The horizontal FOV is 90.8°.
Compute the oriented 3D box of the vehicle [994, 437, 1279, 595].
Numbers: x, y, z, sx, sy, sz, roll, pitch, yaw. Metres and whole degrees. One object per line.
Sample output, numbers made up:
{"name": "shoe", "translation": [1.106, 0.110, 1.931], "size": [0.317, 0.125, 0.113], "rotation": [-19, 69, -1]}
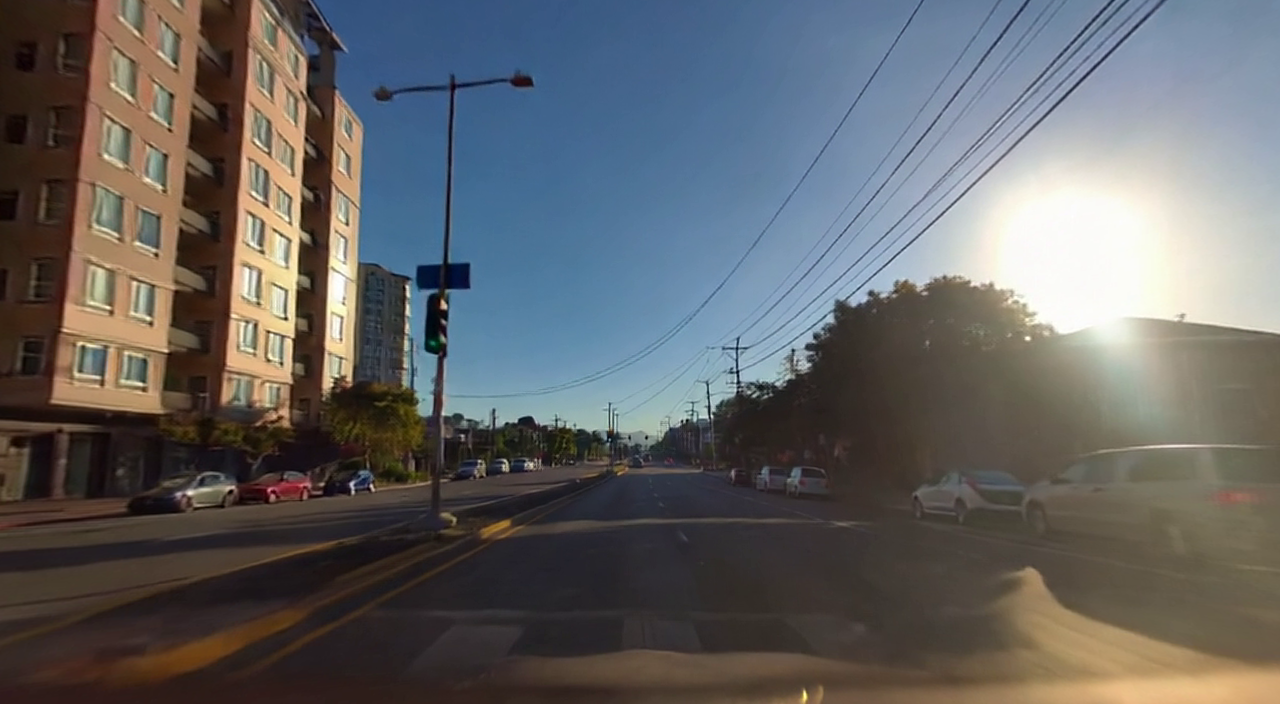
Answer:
{"name": "vehicle", "translation": [7.531, 2.147, 9.259], "size": [1.996, 1.704, 4.490], "rotation": [0, -9, -1]}

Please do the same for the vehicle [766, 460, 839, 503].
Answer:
{"name": "vehicle", "translation": [7.482, 6.017, 29.660], "size": [2.143, 1.731, 4.781], "rotation": [0, -9, 0]}

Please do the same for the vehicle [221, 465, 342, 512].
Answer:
{"name": "vehicle", "translation": [-14.787, 5.640, 26.479], "size": [2.124, 1.626, 4.908], "rotation": [0, -9, 1]}

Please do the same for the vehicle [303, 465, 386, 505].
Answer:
{"name": "vehicle", "translation": [-14.712, 6.614, 31.805], "size": [2.107, 1.771, 4.871], "rotation": [0, -9, -4]}

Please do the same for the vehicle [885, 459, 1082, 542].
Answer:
{"name": "vehicle", "translation": [7.617, 3.298, 14.699], "size": [1.941, 1.496, 4.656], "rotation": [0, -9, 0]}

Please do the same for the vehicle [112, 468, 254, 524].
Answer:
{"name": "vehicle", "translation": [-14.717, 4.601, 20.630], "size": [1.879, 1.507, 3.745], "rotation": [0, -9, -2]}
